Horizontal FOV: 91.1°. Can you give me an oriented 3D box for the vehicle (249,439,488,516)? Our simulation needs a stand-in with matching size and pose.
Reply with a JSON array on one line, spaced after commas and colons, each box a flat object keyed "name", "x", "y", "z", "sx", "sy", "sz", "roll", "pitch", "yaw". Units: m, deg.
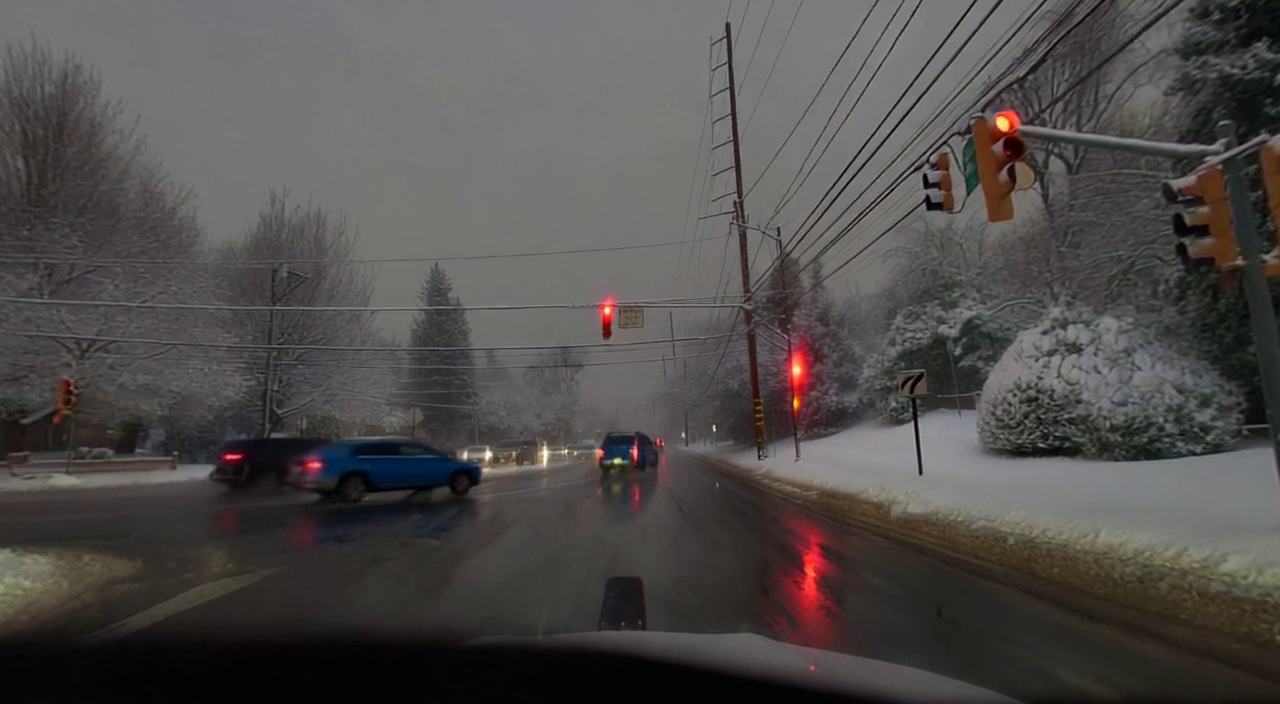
[{"name": "vehicle", "x": -6.039, "y": 2.748, "z": 14.413, "sx": 2.019, "sy": 1.455, "sz": 4.529, "roll": -8, "pitch": -12, "yaw": 43}]

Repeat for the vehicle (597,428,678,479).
[{"name": "vehicle", "x": 0.046, "y": 4.440, "z": 27.739, "sx": 2.137, "sy": 1.986, "sz": 5.930, "roll": -2, "pitch": -9, "yaw": 14}]

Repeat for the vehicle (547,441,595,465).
[{"name": "vehicle", "x": -4.373, "y": 6.507, "z": 40.473, "sx": 1.846, "sy": 1.446, "sz": 4.531, "roll": -2, "pitch": -9, "yaw": 10}]

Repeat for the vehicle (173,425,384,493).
[{"name": "vehicle", "x": -10.549, "y": 3.112, "z": 18.638, "sx": 5.044, "sy": 1.750, "sz": 1.929, "roll": 7, "pitch": -11, "yaw": -42}]
